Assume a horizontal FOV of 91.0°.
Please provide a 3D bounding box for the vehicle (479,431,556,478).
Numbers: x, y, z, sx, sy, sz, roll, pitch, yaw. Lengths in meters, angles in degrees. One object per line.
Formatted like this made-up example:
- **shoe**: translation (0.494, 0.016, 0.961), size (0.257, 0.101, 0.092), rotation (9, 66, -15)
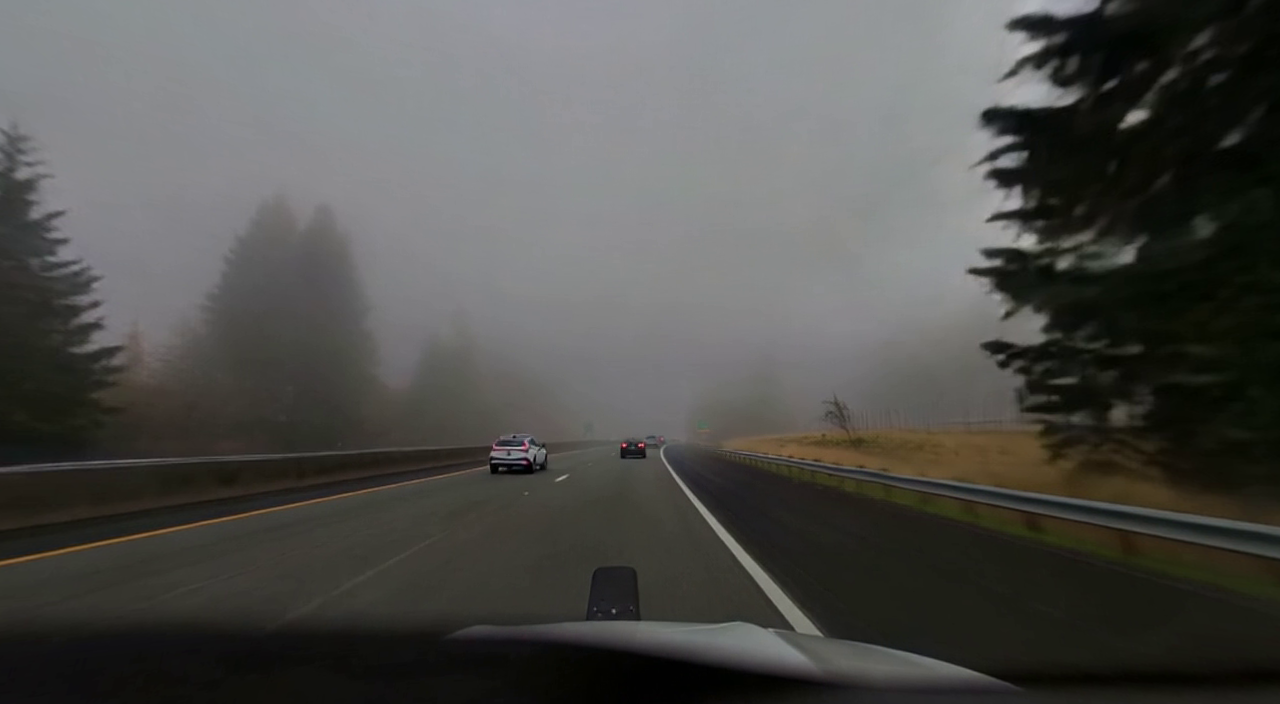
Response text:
- **vehicle**: translation (-4.674, 3.979, 24.772), size (2.075, 1.653, 4.317), rotation (-1, -8, 1)

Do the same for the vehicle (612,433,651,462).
- **vehicle**: translation (-0.498, 5.661, 37.437), size (2.146, 1.636, 4.026), rotation (0, -8, -1)
